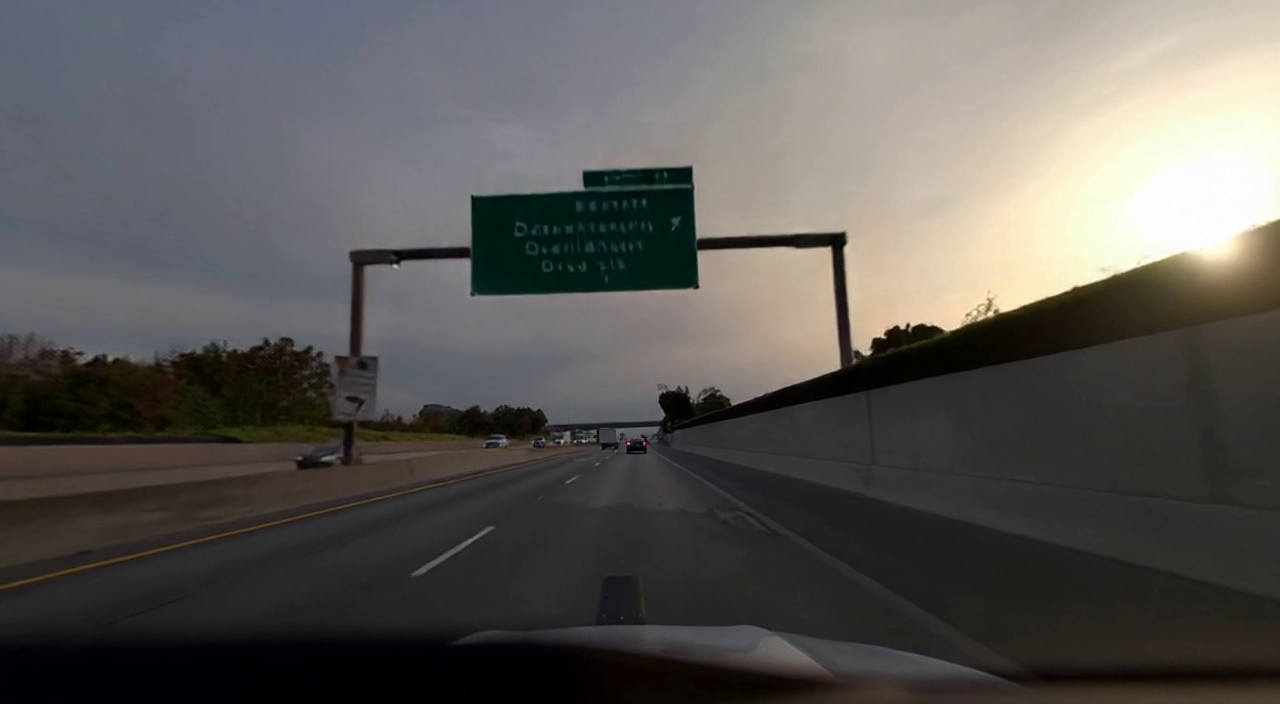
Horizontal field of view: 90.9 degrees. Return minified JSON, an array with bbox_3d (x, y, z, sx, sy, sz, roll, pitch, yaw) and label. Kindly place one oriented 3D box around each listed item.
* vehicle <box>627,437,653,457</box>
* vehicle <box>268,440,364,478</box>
[{"bbox_3d":[-0.009,7.483,49.739,2.030,1.523,4.114,0,-8,0],"label":"vehicle"},{"bbox_3d":[-14.617,4.810,28.744,1.903,1.549,4.611,0,-8,0],"label":"vehicle"}]
